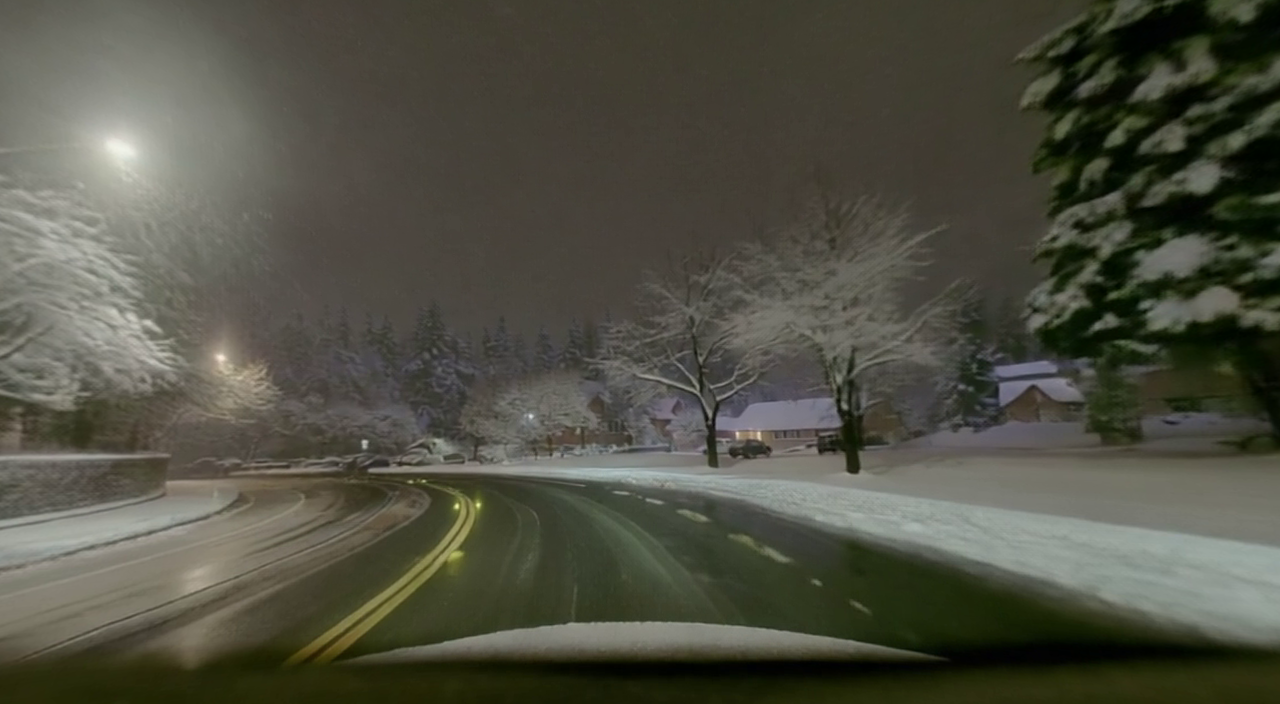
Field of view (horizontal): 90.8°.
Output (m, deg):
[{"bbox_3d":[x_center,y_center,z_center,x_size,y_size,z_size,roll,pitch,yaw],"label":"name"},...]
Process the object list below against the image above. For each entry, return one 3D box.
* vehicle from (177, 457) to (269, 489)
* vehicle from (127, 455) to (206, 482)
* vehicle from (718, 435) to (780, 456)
[{"bbox_3d":[-22.968,6.554,34.617,2.772,1.161,7.241,4,-8,-45],"label":"vehicle"},{"bbox_3d":[-30.829,7.551,41.107,4.946,1.537,2.206,-5,-9,30],"label":"vehicle"},{"bbox_3d":[8.119,7.013,47.327,4.462,1.474,1.765,-1,-9,6],"label":"vehicle"}]
